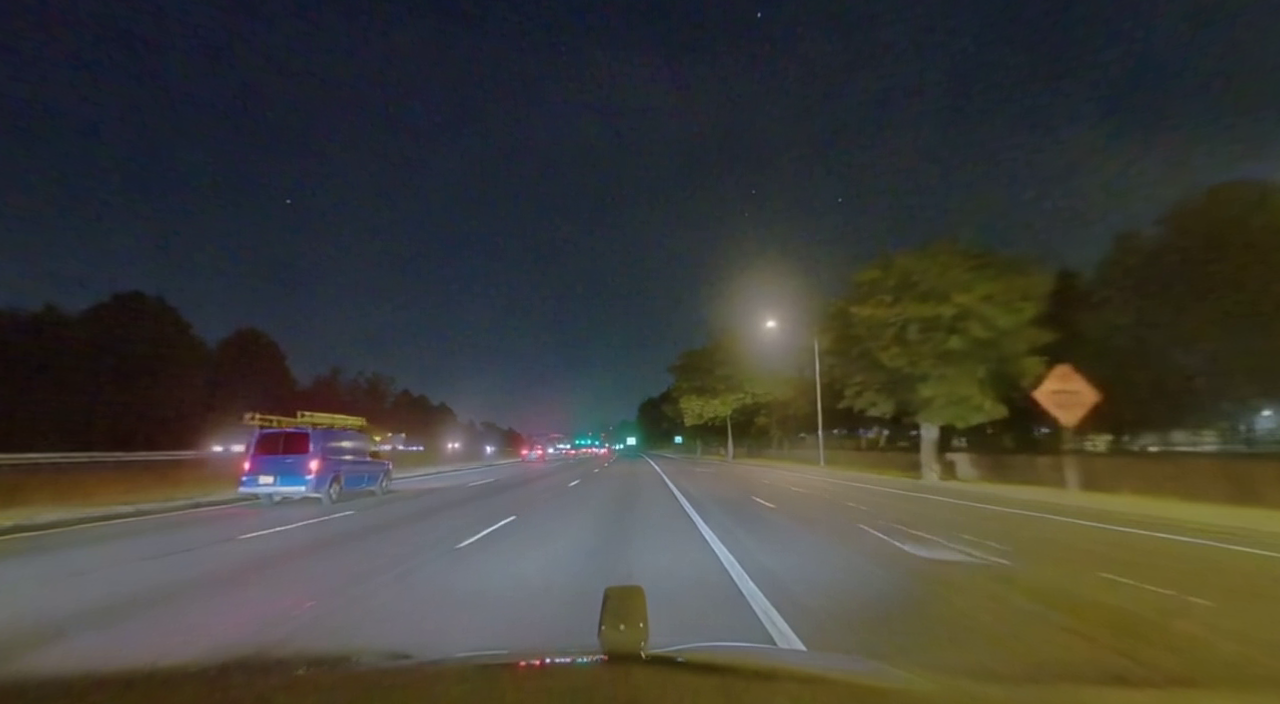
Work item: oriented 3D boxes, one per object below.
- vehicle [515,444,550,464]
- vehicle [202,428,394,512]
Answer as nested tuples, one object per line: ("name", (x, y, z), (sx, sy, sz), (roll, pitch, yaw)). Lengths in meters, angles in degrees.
("vehicle", (-8.398, 8.008, 49.727), (1.958, 1.499, 4.437), (0, -9, 0))
("vehicle", (-8.138, 2.843, 15.700), (2.093, 1.752, 4.771), (0, -9, 0))
